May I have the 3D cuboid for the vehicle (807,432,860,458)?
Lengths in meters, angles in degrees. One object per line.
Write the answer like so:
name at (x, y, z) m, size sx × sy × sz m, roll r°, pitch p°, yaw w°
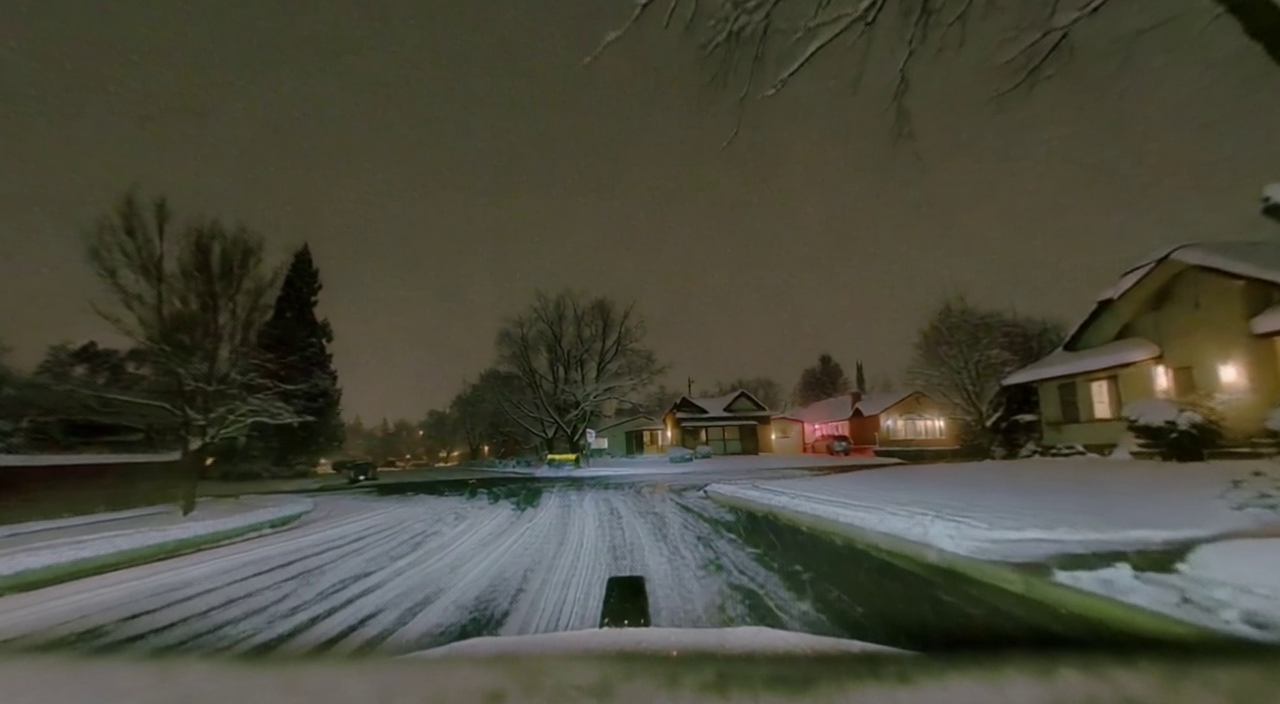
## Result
vehicle at (14.387, 7.011, 47.159) m, size 1.992 × 1.813 × 5.079 m, roll 0°, pitch -9°, yaw -5°
